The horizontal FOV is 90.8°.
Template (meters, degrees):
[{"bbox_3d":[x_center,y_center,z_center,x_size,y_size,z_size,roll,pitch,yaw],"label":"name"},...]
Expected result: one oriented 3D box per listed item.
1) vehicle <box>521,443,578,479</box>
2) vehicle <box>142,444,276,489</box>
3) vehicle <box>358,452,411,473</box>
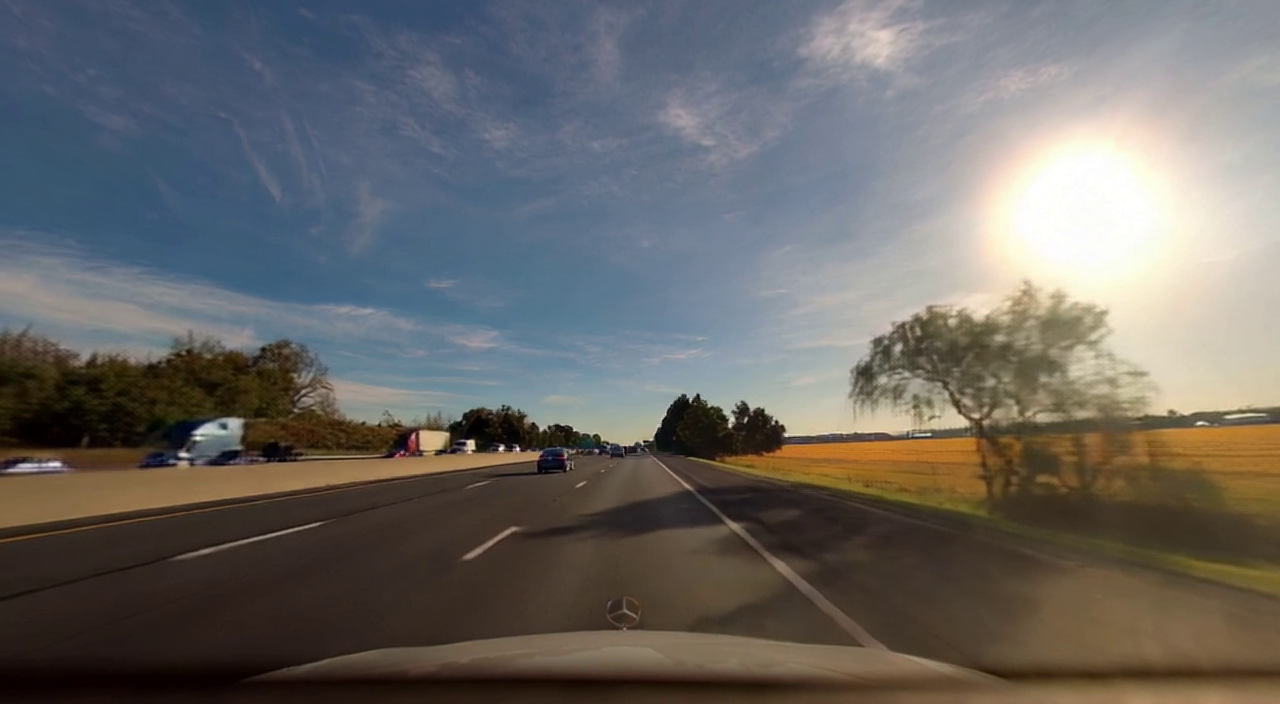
[{"bbox_3d":[-4.042,4.950,28.885,1.954,1.541,4.079,0,-9,1],"label":"vehicle"},{"bbox_3d":[-15.980,4.248,23.730,1.925,1.526,4.370,0,-9,0],"label":"vehicle"},{"bbox_3d":[-19.324,8.362,47.925,1.947,1.459,4.851,0,-9,1],"label":"vehicle"}]
